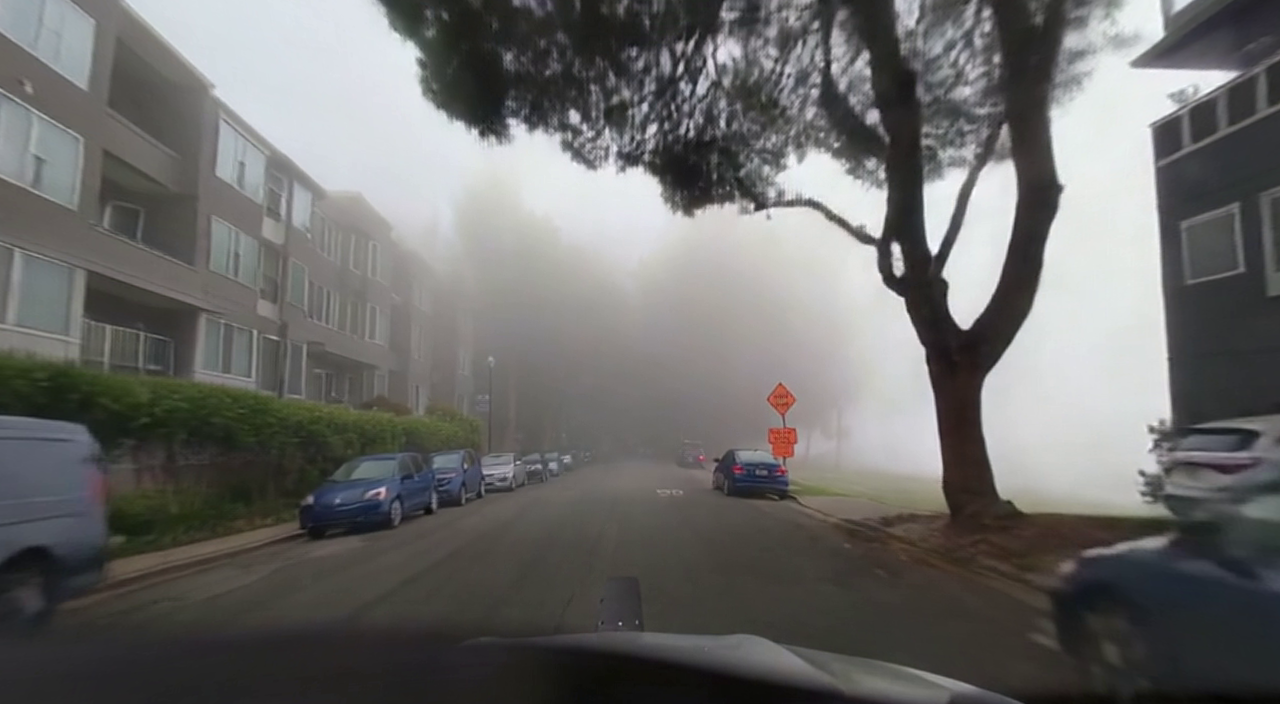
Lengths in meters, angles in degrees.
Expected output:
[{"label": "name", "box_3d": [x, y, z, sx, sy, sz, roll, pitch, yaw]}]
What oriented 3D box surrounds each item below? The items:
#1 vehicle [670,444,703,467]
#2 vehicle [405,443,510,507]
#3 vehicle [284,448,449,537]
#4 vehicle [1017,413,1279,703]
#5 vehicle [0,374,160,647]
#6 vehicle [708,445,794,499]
[{"label": "vehicle", "box_3d": [3.504, 7.848, 48.266, 1.951, 1.654, 4.146, 0, -8, -3]}, {"label": "vehicle", "box_3d": [-4.970, 3.378, 17.834, 1.782, 1.585, 3.962, 0, -8, 0]}, {"label": "vehicle", "box_3d": [-5.257, 2.699, 12.673, 1.722, 1.491, 3.431, 0, -8, 1]}, {"label": "vehicle", "box_3d": [3.119, 0.895, 1.629, 1.903, 1.512, 3.900, 0, -8, 1]}, {"label": "vehicle", "box_3d": [-5.296, 1.070, 3.389, 1.947, 1.833, 4.606, -1, -2, 0]}, {"label": "vehicle", "box_3d": [3.312, 3.639, 19.624, 1.835, 1.490, 4.134, 0, -8, -1]}]
